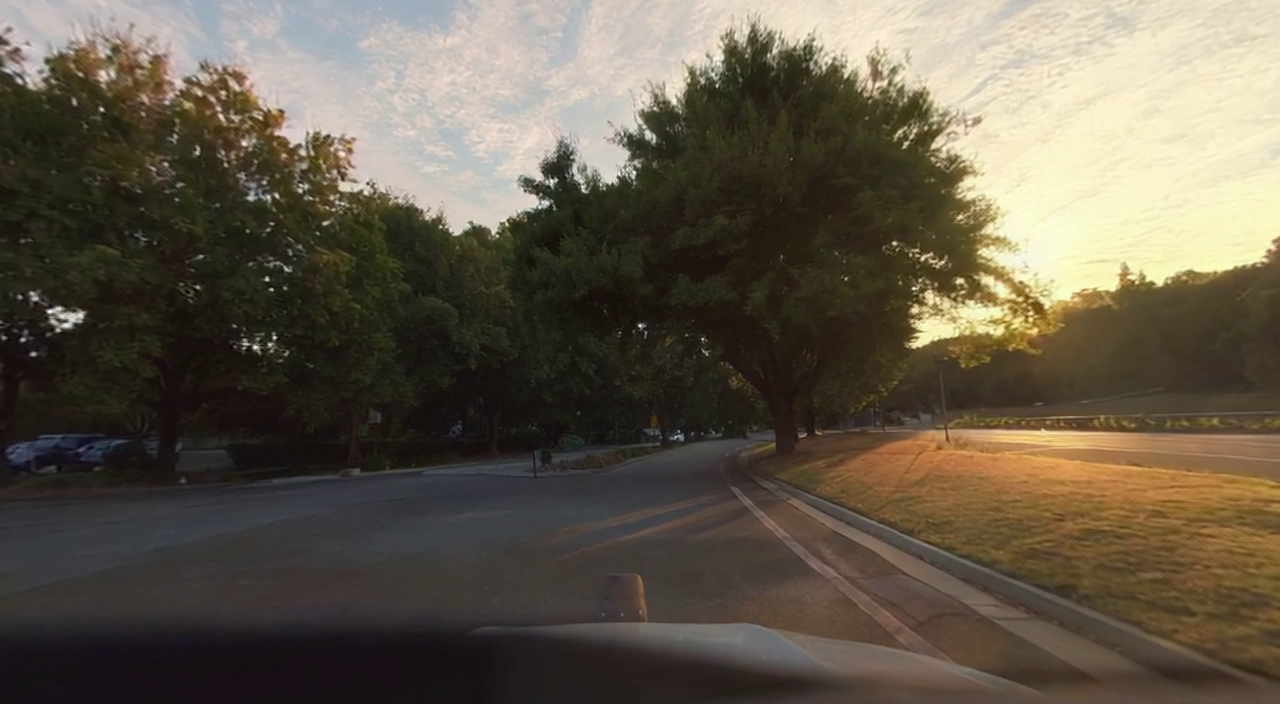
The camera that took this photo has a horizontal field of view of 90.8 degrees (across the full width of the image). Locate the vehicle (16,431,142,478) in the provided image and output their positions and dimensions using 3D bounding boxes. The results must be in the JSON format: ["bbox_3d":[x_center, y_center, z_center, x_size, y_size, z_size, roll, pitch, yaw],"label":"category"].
[{"bbox_3d":[-28.373,5.169,32.056,4.733,1.892,1.939,-4,-5,2],"label":"vehicle"}]
